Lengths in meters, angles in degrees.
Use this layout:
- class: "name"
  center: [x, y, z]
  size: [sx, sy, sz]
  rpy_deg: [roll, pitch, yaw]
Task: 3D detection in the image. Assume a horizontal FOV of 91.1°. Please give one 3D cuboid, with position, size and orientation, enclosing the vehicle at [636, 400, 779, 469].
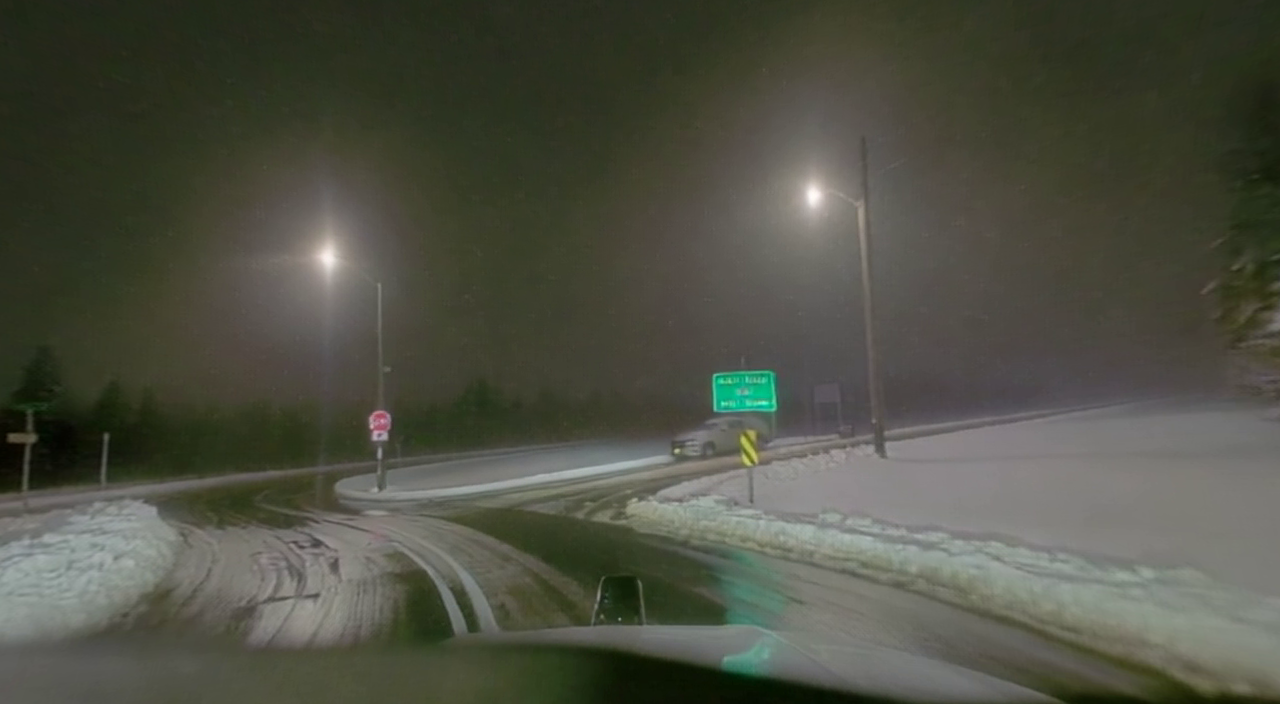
- class: "vehicle"
  center: [2.308, 2.711, 20.940]
  size: [4.403, 1.574, 1.914]
  rpy_deg: [-5, -5, -37]
